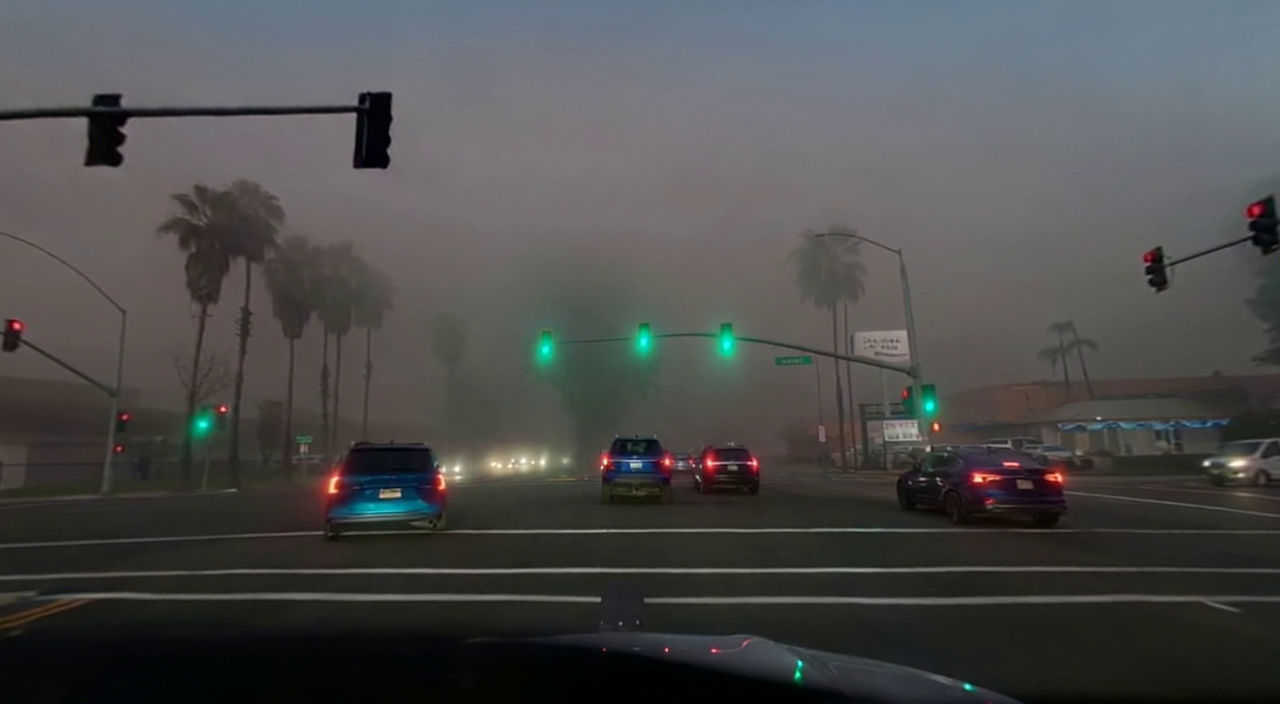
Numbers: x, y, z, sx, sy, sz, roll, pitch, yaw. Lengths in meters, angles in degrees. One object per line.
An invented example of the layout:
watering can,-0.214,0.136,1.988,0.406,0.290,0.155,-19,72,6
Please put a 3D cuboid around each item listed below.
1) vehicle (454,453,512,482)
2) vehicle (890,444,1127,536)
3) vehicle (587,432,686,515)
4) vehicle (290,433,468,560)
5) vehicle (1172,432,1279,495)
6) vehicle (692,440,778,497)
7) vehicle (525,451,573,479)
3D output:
vehicle,-8.533,6.319,34.821,2.061,1.415,4.289,0,-9,1
vehicle,6.784,2.543,12.329,1.944,1.447,4.309,0,-9,-1
vehicle,-0.157,2.972,15.965,2.151,1.787,4.109,0,-9,-2
vehicle,-4.123,2.272,10.807,2.201,1.644,4.465,2,-9,-15
vehicle,19.831,3.366,19.351,5.053,1.787,2.168,0,-9,-1
vehicle,3.084,3.878,21.525,2.112,1.710,4.234,0,-9,-2
vehicle,-5.147,6.411,36.178,2.030,1.441,4.324,-1,-9,1
